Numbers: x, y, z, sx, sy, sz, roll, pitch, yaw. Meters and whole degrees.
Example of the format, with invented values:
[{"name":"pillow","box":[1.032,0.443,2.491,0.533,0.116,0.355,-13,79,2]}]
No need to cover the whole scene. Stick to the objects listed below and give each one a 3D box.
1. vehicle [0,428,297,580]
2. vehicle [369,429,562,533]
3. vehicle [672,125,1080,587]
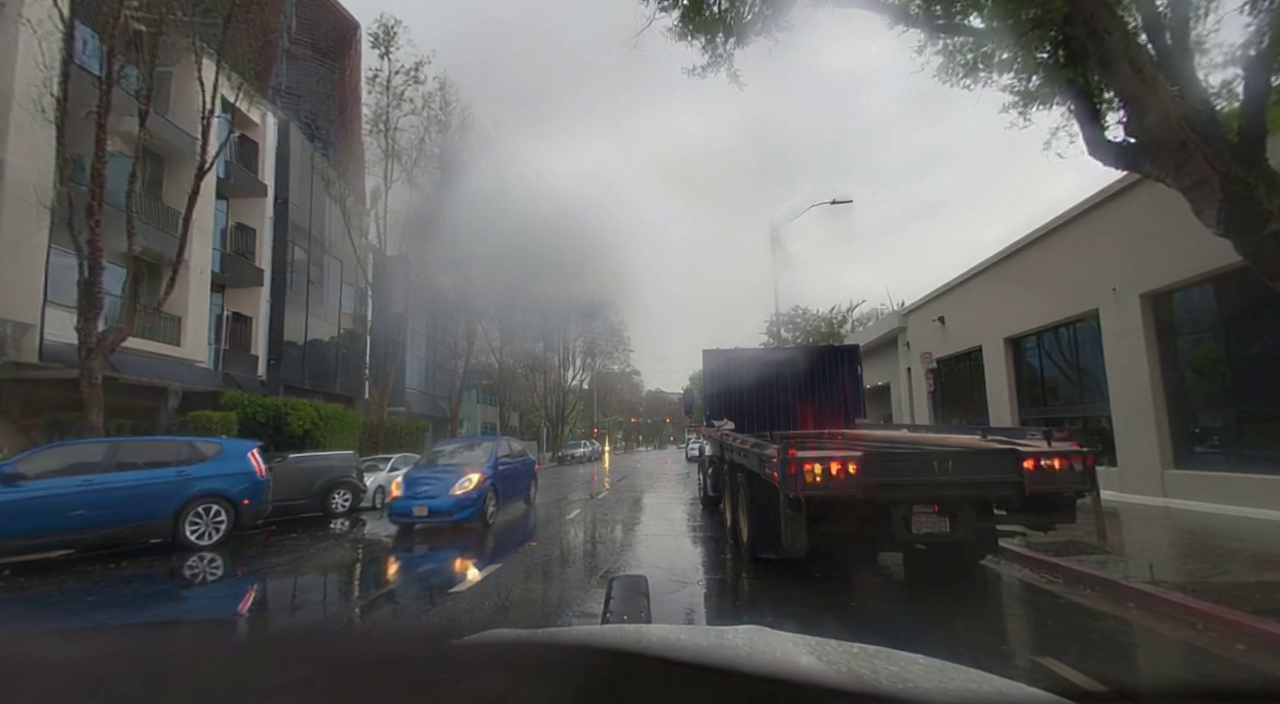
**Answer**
[{"name":"vehicle","box":[-8.150,2.092,9.225,5.022,1.872,2.137,7,-11,-41]},{"name":"vehicle","box":[-3.086,2.396,12.400,2.311,1.631,4.510,0,-8,3]},{"name":"vehicle","box":[2.518,0.780,11.294,3.320,4.034,11.553,-1,-8,6]}]
